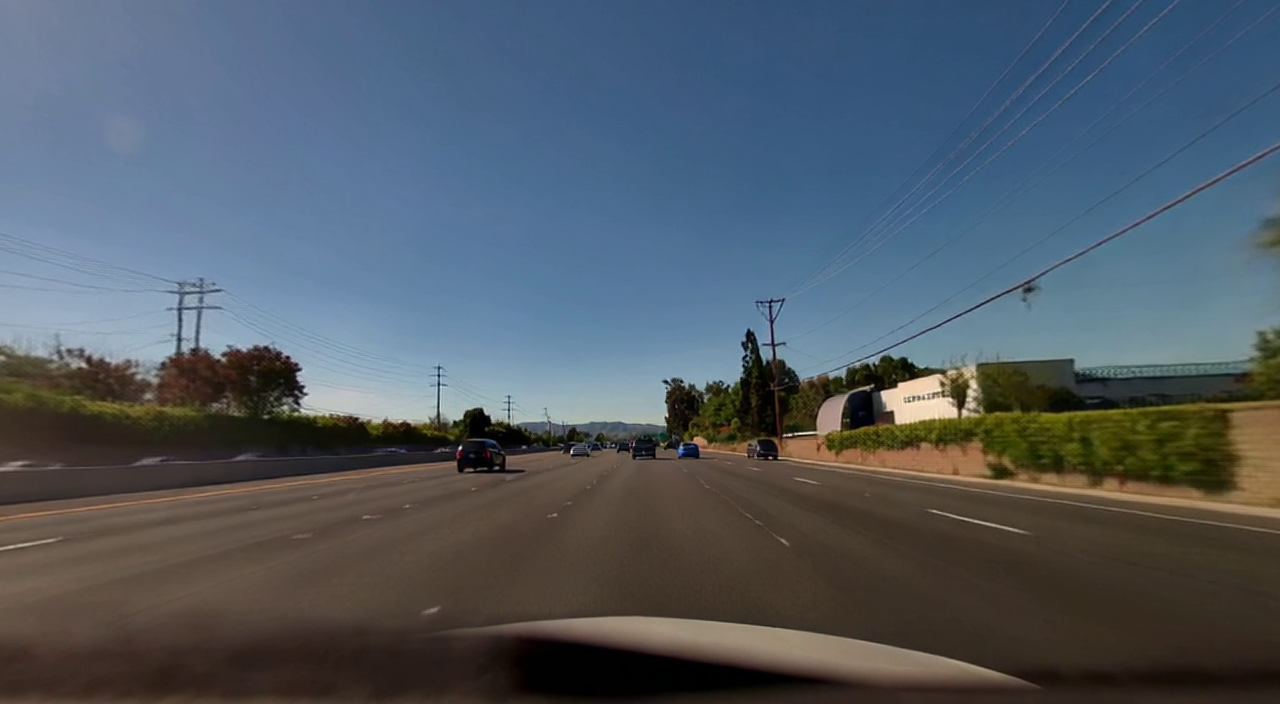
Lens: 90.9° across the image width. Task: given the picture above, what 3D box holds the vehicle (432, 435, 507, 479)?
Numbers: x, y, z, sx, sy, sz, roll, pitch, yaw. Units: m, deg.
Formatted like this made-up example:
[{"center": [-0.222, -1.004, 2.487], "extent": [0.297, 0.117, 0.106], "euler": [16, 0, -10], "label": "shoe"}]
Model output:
[{"center": [-7.322, 4.546, 27.511], "extent": [2.007, 1.732, 4.395], "euler": [0, -8, 0], "label": "vehicle"}]

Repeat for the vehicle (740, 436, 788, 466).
[{"center": [7.323, 5.879, 37.623], "extent": [1.937, 1.698, 4.322], "euler": [0, -8, -1], "label": "vehicle"}]

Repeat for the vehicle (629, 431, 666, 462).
[{"center": [0.480, 7.151, 47.698], "extent": [2.622, 2.208, 5.320], "euler": [0, -8, -1], "label": "vehicle"}]

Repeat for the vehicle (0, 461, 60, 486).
[{"center": [-40.685, 7.896, 41.201], "extent": [1.721, 1.452, 4.006], "euler": [0, -8, 0], "label": "vehicle"}]

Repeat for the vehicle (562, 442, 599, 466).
[{"center": [-3.785, 6.550, 40.737], "extent": [1.979, 1.469, 4.378], "euler": [0, -8, 0], "label": "vehicle"}]

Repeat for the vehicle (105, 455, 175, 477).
[{"center": [-37.143, 8.476, 46.963], "extent": [1.751, 1.460, 4.239], "euler": [0, -8, 0], "label": "vehicle"}]
